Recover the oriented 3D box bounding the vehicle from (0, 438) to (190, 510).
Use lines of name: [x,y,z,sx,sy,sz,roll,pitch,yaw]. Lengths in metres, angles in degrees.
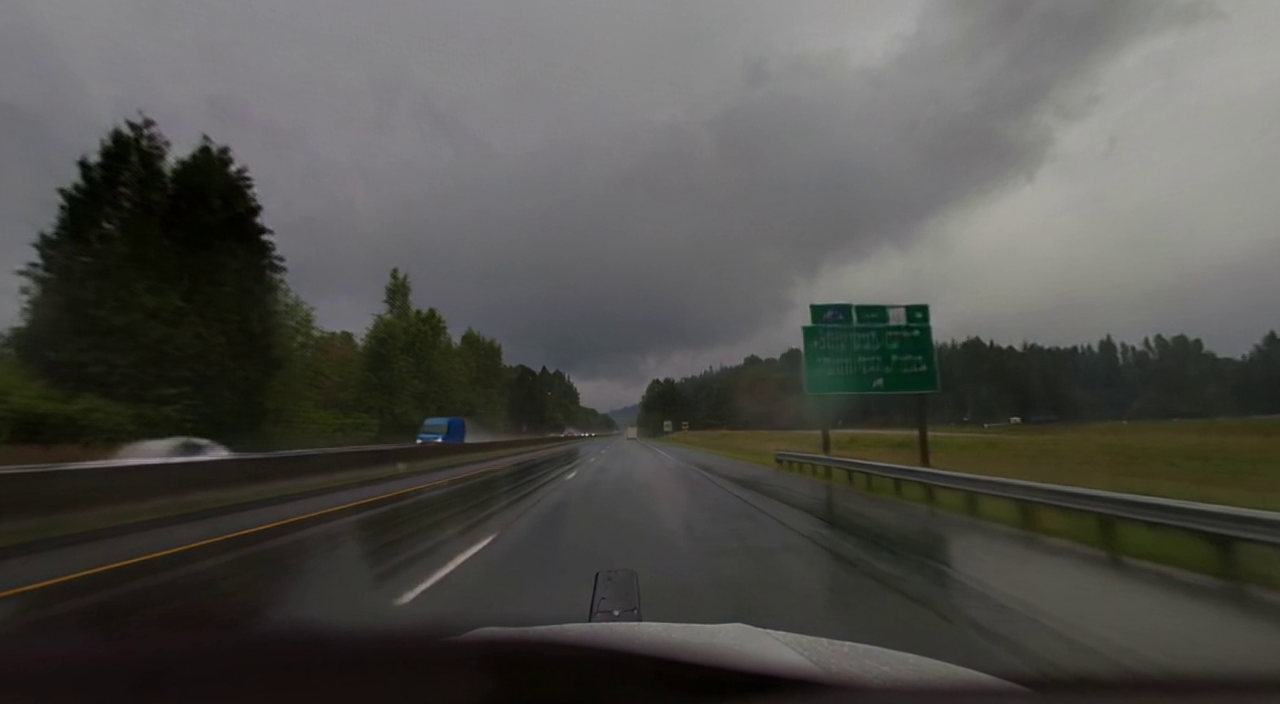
vehicle: [-12.565,2.705,14.523,1.671,1.412,3.718,0,-8,-2]
